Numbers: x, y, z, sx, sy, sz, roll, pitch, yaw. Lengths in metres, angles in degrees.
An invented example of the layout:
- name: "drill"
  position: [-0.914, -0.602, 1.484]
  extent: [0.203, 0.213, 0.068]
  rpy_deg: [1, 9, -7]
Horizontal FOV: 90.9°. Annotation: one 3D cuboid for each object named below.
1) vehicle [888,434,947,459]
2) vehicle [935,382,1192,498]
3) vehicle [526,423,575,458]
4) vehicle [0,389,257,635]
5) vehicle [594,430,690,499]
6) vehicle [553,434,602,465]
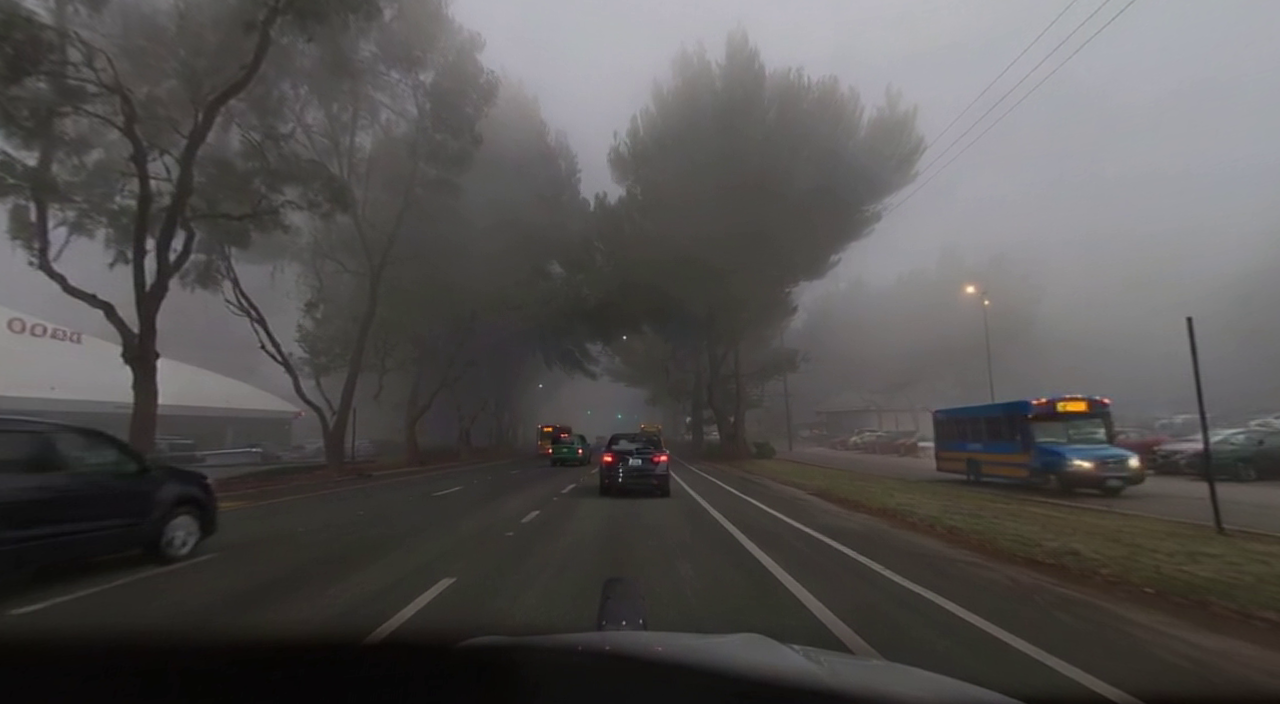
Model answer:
- name: "vehicle"
  position: [17.863, 6.124, 40.830]
  extent: [1.694, 1.451, 4.505]
  rpy_deg: [0, -9, 0]
- name: "vehicle"
  position: [11.378, 2.510, 17.908]
  extent: [2.754, 2.711, 6.196]
  rpy_deg: [0, -9, -2]
- name: "vehicle"
  position: [-6.960, 7.046, 49.919]
  extent: [2.485, 2.556, 6.363]
  rpy_deg: [-1, -9, 4]
- name: "vehicle"
  position: [-5.637, 1.283, 5.391]
  extent: [2.016, 1.748, 4.525]
  rpy_deg: [0, -9, -3]
- name: "vehicle"
  position: [-0.004, 2.804, 16.035]
  extent: [2.123, 1.498, 4.226]
  rpy_deg: [0, -9, -1]
- name: "vehicle"
  position: [-3.462, 5.509, 35.770]
  extent: [2.148, 1.636, 4.199]
  rpy_deg: [-1, -9, 2]
